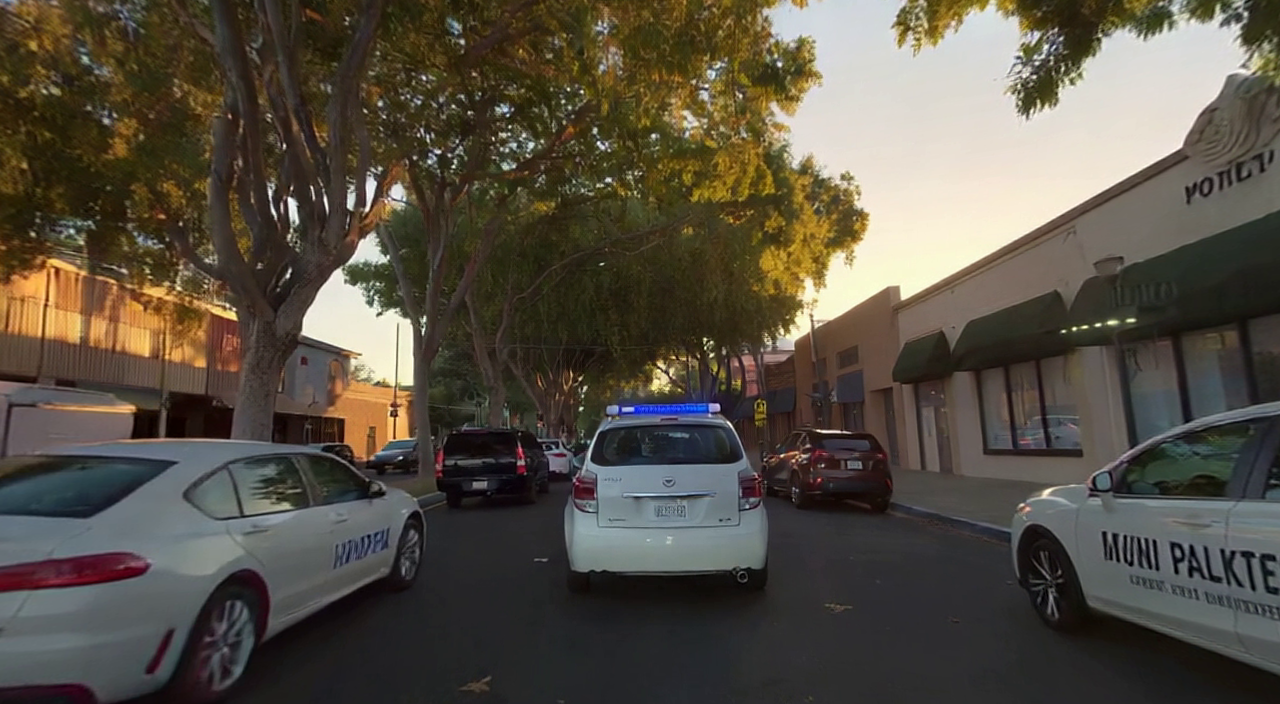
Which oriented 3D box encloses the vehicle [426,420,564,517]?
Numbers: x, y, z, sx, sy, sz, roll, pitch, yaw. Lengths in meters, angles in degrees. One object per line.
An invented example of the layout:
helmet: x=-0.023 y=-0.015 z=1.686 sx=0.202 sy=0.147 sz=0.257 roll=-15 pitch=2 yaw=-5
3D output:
vehicle: x=-3.057 y=2.574 z=14.418 sx=2.135 sy=1.806 sz=4.514 roll=-1 pitch=-8 yaw=-1

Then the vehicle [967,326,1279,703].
vehicle: x=4.034 y=0.890 z=3.233 sx=1.987 sy=1.877 sz=5.330 roll=2 pitch=-8 yaw=2

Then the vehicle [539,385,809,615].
vehicle: x=0.248 y=1.443 z=6.966 sx=2.075 sy=1.770 sz=4.018 roll=0 pitch=-8 yaw=0

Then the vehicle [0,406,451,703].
vehicle: x=-2.967 y=1.261 z=4.558 sx=1.908 sy=1.474 sz=4.257 roll=0 pitch=-8 yaw=-1

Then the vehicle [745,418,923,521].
vehicle: x=4.058 y=2.577 z=14.495 sx=2.038 sy=1.865 sz=5.786 roll=0 pitch=-8 yaw=-2
